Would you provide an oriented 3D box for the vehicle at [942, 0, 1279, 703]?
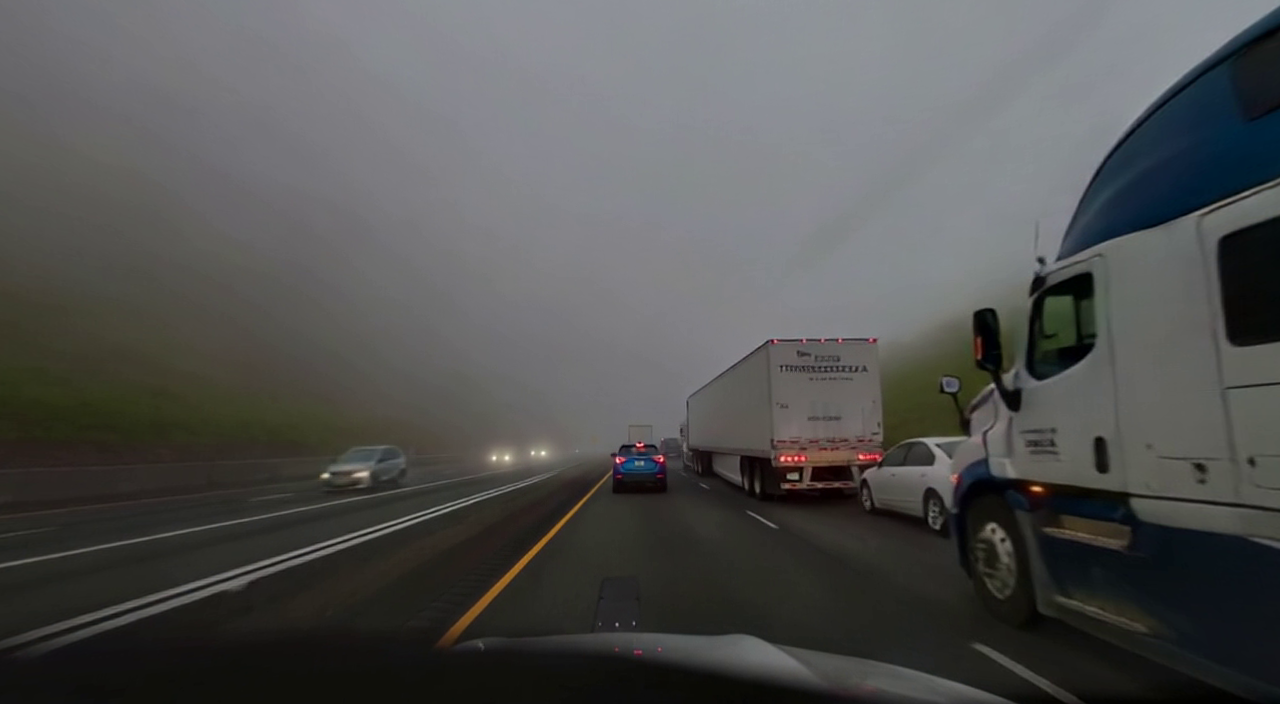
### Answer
[{"bbox_3d":[4.257,-0.290,1.890,3.150,4.051,6.527,0,-8,-2],"label":"vehicle"}]

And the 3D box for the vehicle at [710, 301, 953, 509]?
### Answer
[{"bbox_3d":[4.413,1.716,17.724,3.235,4.197,9.908,0,-8,-3],"label":"vehicle"}]

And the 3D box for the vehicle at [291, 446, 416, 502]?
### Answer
[{"bbox_3d":[-10.004,4.254,22.450,2.259,1.699,4.510,-1,-8,1],"label":"vehicle"}]

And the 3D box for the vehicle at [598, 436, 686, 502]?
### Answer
[{"bbox_3d":[0.018,2.993,16.564,2.045,1.507,3.763,-1,-8,-1],"label":"vehicle"}]
